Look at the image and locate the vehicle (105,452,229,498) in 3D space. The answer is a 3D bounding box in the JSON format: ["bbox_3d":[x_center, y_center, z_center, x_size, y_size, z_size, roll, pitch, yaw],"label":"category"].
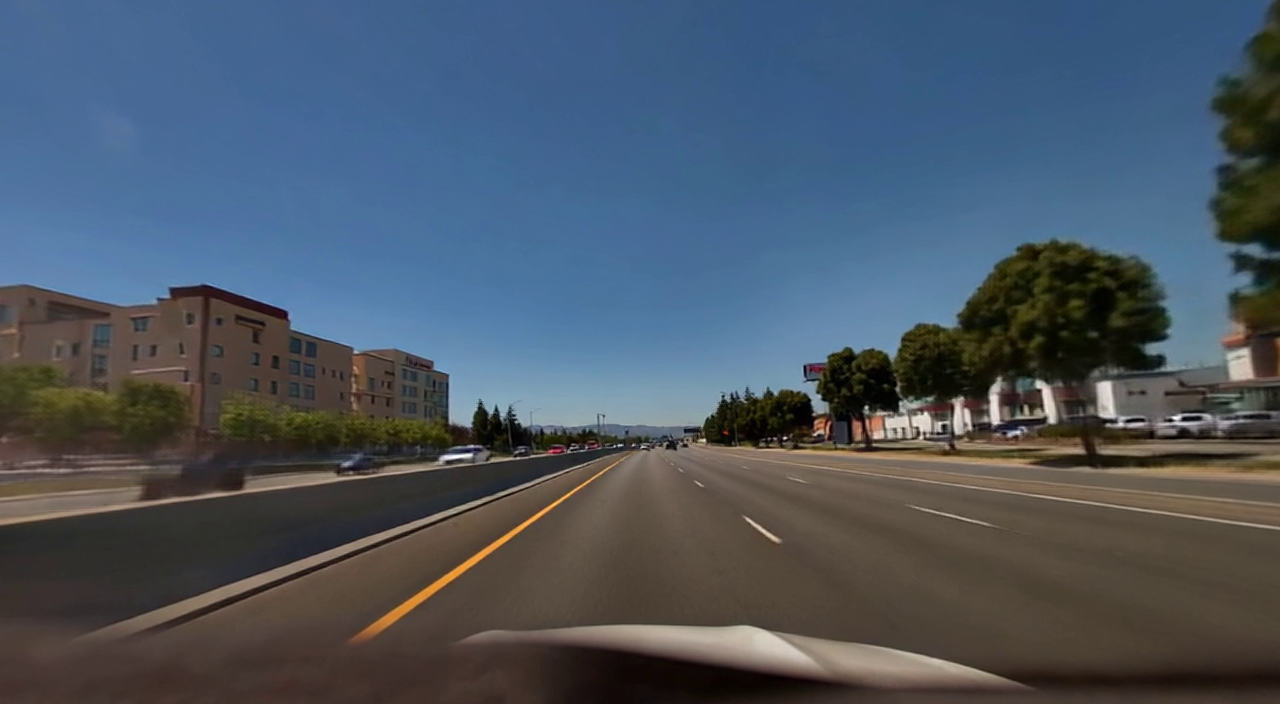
[{"bbox_3d":[-19.165,4.951,25.824,2.005,1.665,4.018,0,-9,-1],"label":"vehicle"}]

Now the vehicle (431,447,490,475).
[{"bbox_3d":[-10.592,6.427,37.565,2.021,1.503,4.874,0,-9,0],"label":"vehicle"}]

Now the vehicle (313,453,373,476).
[{"bbox_3d":[-21.074,7.994,44.996,1.912,1.479,4.749,0,-9,1],"label":"vehicle"}]
